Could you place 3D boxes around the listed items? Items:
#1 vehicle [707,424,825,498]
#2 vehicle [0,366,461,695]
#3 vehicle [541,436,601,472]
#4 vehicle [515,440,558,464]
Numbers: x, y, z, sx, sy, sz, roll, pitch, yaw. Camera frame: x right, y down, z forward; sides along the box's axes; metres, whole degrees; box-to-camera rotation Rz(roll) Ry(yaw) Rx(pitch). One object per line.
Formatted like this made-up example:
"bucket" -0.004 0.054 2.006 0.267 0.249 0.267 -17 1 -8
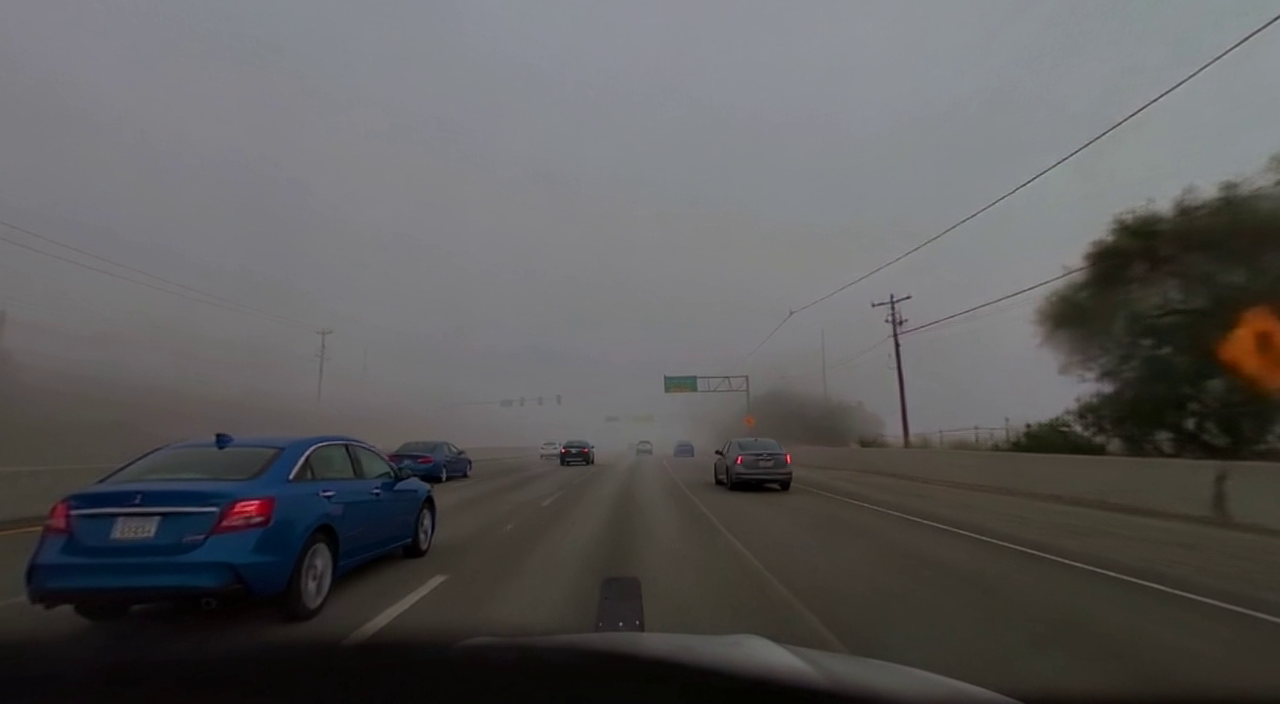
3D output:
"vehicle" 3.080 2.786 16.501 2.100 1.659 4.387 0 -8 -1
"vehicle" -3.259 1.237 5.522 2.104 1.707 4.338 0 -8 0
"vehicle" -3.019 4.591 28.596 2.066 1.488 4.377 0 -8 2
"vehicle" -6.538 6.362 40.345 1.877 1.474 4.475 0 -8 2
